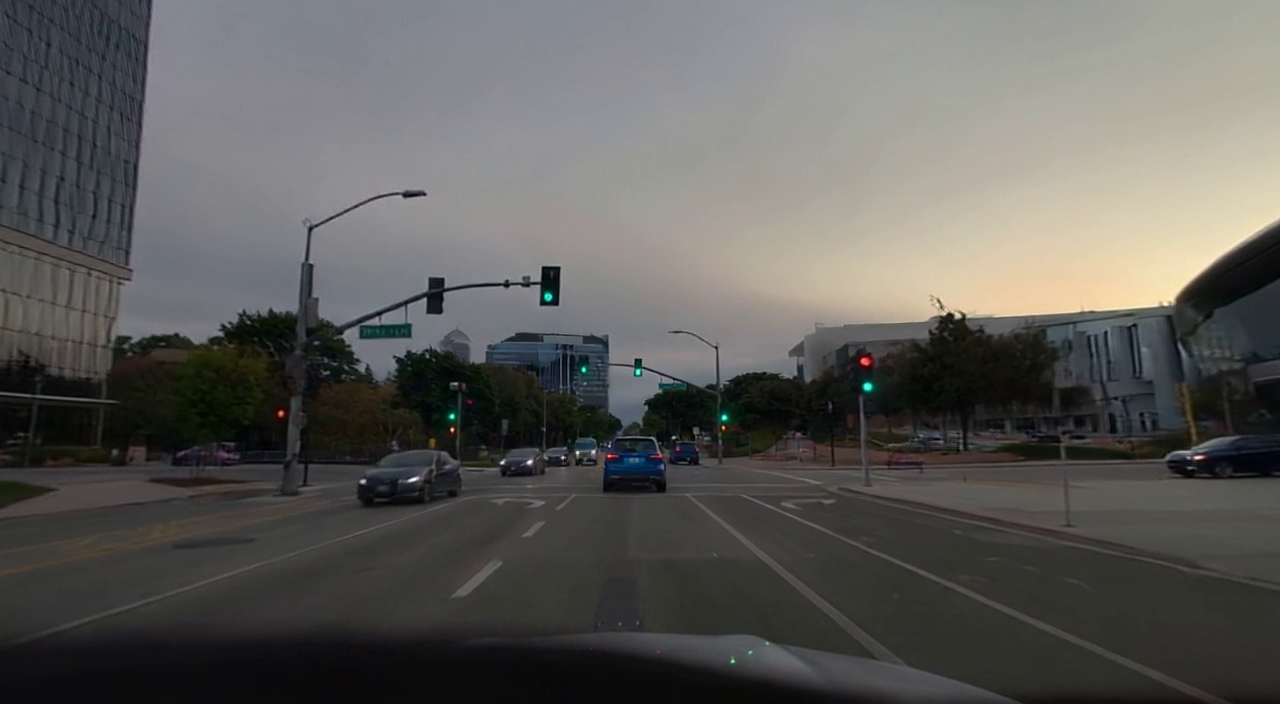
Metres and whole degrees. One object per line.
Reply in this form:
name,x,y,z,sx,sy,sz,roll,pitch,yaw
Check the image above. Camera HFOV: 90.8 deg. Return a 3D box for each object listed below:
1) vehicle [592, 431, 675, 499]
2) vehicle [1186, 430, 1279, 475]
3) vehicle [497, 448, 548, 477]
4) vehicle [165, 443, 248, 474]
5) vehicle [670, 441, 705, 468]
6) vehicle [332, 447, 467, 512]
vehicle,-0.213,3.298,18.793,2.183,1.765,4.059,0,-8,-1
vehicle,25.102,3.946,24.914,5.183,1.650,2.014,0,-8,-1
vehicle,-6.510,6.171,35.447,1.934,1.476,4.457,0,-8,1
vehicle,-26.343,6.440,38.387,4.393,1.730,2.151,-5,-9,26
vehicle,3.509,7.709,47.670,2.113,1.869,5.322,0,-8,-2
vehicle,-6.237,3.320,17.004,1.908,1.475,4.337,0,-8,0
